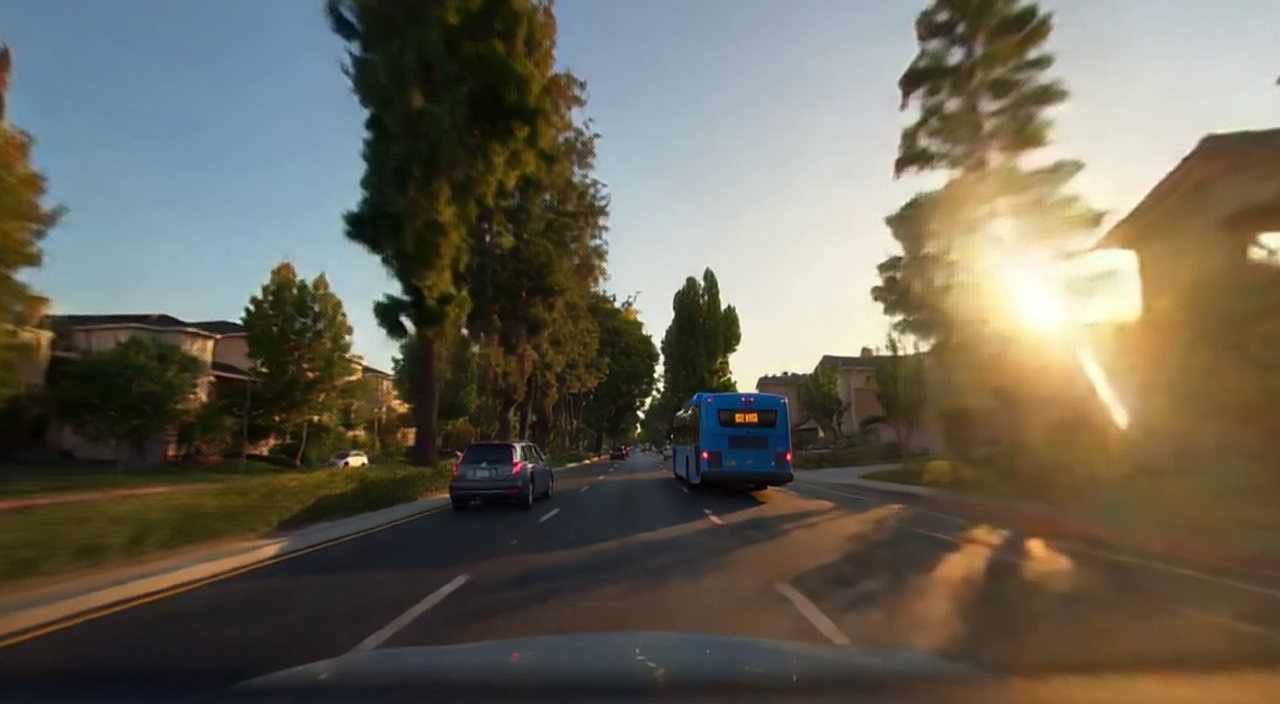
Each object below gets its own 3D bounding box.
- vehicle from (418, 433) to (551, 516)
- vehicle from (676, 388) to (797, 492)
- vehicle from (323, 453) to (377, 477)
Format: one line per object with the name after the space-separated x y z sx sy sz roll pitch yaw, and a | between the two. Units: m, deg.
-3.663 2.969 15.741 2.111 1.767 4.333 0 -8 1 | vehicle
3.404 3.719 26.254 3.072 3.278 12.747 0 -8 0 | vehicle
-22.338 8.697 48.518 2.018 1.648 4.631 0 -8 -1 | vehicle
